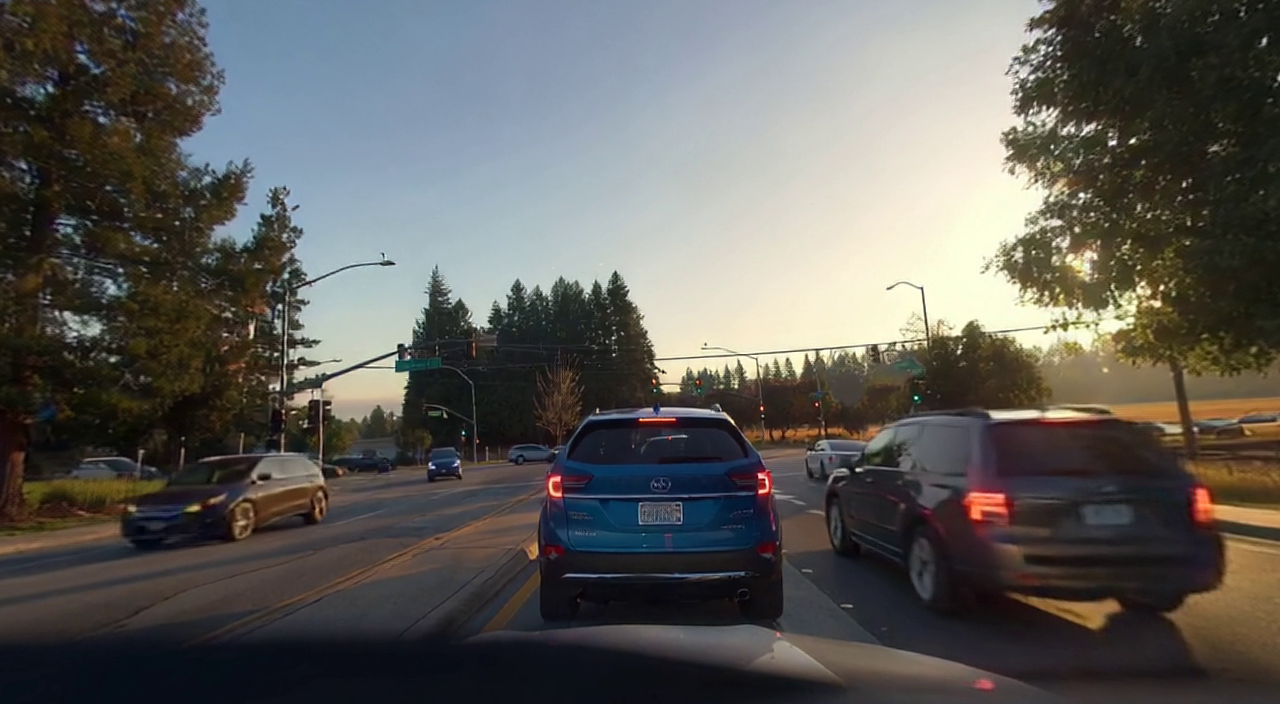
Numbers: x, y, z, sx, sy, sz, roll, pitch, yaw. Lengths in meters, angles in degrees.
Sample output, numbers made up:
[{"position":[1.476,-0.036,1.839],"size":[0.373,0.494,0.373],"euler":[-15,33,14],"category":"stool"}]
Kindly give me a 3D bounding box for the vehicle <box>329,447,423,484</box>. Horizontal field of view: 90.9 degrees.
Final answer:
[{"position":[-13.212,5.615,31.514],"size":[4.608,1.680,2.026],"euler":[-6,-10,33],"category":"vehicle"}]

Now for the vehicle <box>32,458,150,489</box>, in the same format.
[{"position":[-30.958,6.827,35.657],"size":[4.605,1.626,2.251],"euler":[0,-8,2],"category":"vehicle"}]

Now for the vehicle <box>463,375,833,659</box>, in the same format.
[{"position":[0.040,1.331,6.093],"size":[2.298,1.770,4.138],"euler":[0,-8,0],"category":"vehicle"}]

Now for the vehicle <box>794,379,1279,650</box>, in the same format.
[{"position":[3.273,1.347,6.281],"size":[2.340,1.693,4.516],"euler":[0,-8,0],"category":"vehicle"}]

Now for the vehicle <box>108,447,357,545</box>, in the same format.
[{"position":[-7.919,2.780,12.987],"size":[2.192,1.606,4.510],"euler":[0,-8,-2],"category":"vehicle"}]
